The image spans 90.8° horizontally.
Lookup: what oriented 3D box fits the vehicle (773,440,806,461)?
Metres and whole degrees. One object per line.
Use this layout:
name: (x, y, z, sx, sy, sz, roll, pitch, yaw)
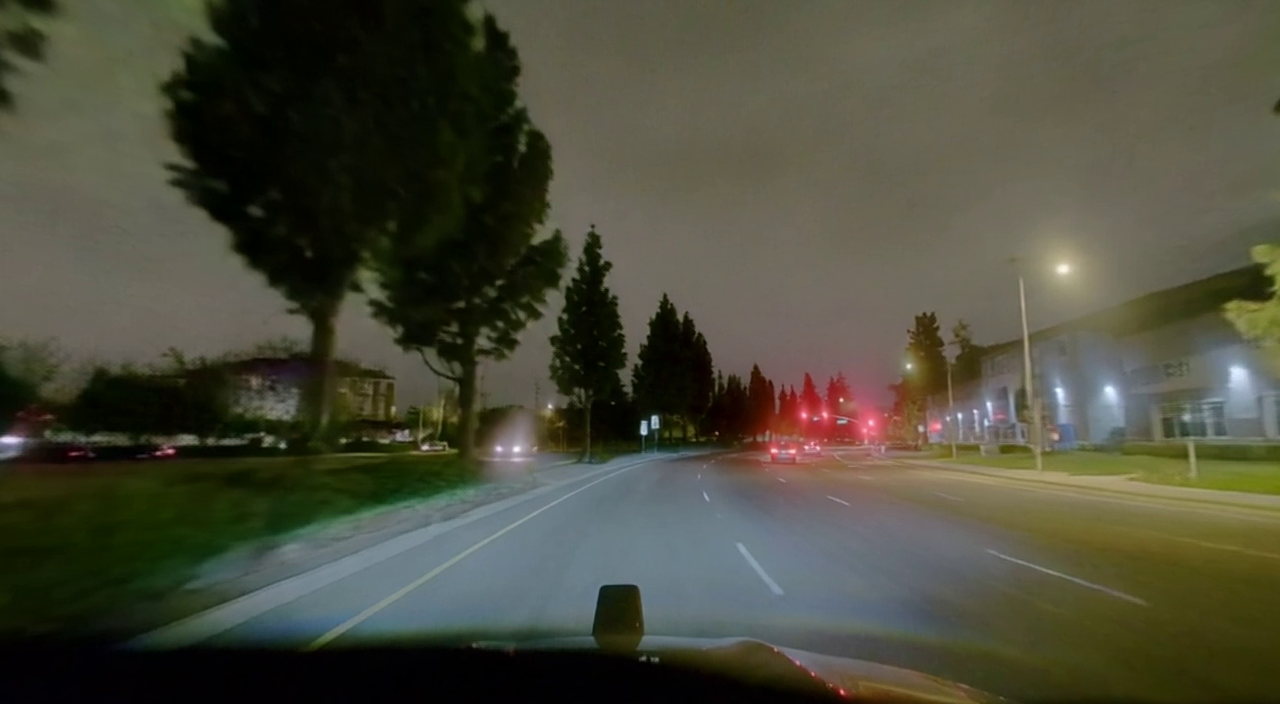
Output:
vehicle: (11.098, 7.314, 47.188, 1.988, 1.460, 3.996, -1, -8, 7)
